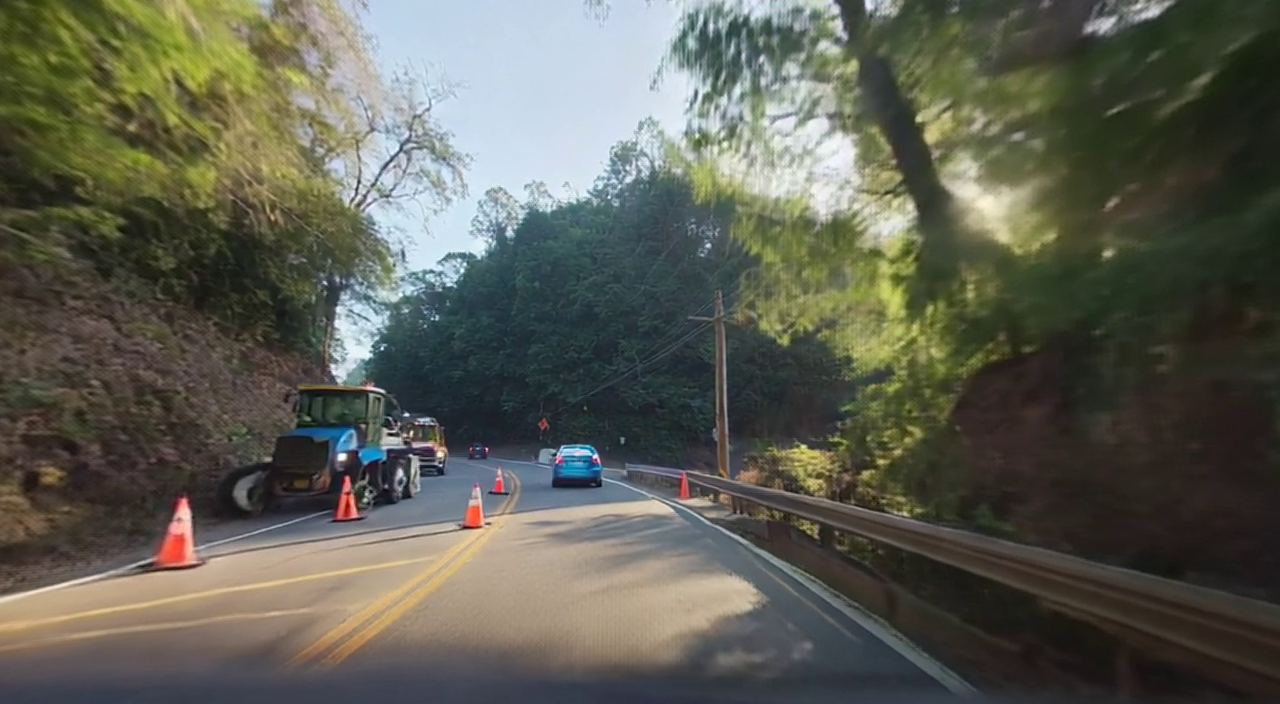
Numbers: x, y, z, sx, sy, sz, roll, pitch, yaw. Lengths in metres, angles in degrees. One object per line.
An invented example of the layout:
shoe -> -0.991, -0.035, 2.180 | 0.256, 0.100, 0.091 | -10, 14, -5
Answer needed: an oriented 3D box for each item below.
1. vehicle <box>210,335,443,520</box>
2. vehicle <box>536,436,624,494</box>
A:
vehicle -> -6.150, 1.643, 13.362 | 2.364, 3.191, 4.942 | 0, -9, -2
vehicle -> -1.899, 3.294, 18.705 | 2.259, 1.503, 4.075 | 2, -9, -10
